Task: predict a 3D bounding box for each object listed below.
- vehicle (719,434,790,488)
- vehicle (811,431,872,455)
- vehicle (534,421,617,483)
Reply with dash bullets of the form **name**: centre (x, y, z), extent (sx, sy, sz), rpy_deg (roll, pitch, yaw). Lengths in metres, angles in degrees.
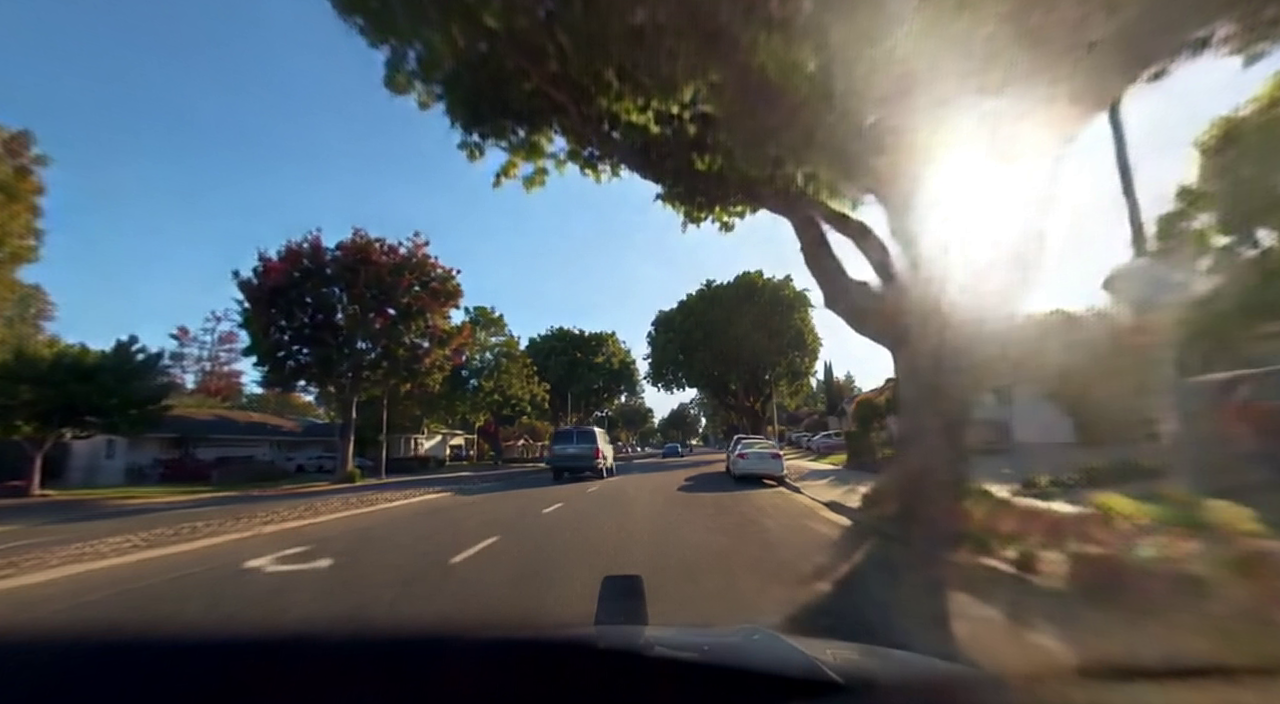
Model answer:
- **vehicle**: centre (3.833, 3.730, 21.933), extent (2.040, 1.643, 4.446), rpy_deg (-1, -8, 6)
- **vehicle**: centre (15.719, 7.150, 49.593), extent (4.249, 1.550, 1.843), rpy_deg (-4, -8, 10)
- **vehicle**: centre (-2.328, 3.828, 24.412), extent (2.085, 2.084, 5.133), rpy_deg (-1, -8, 7)
